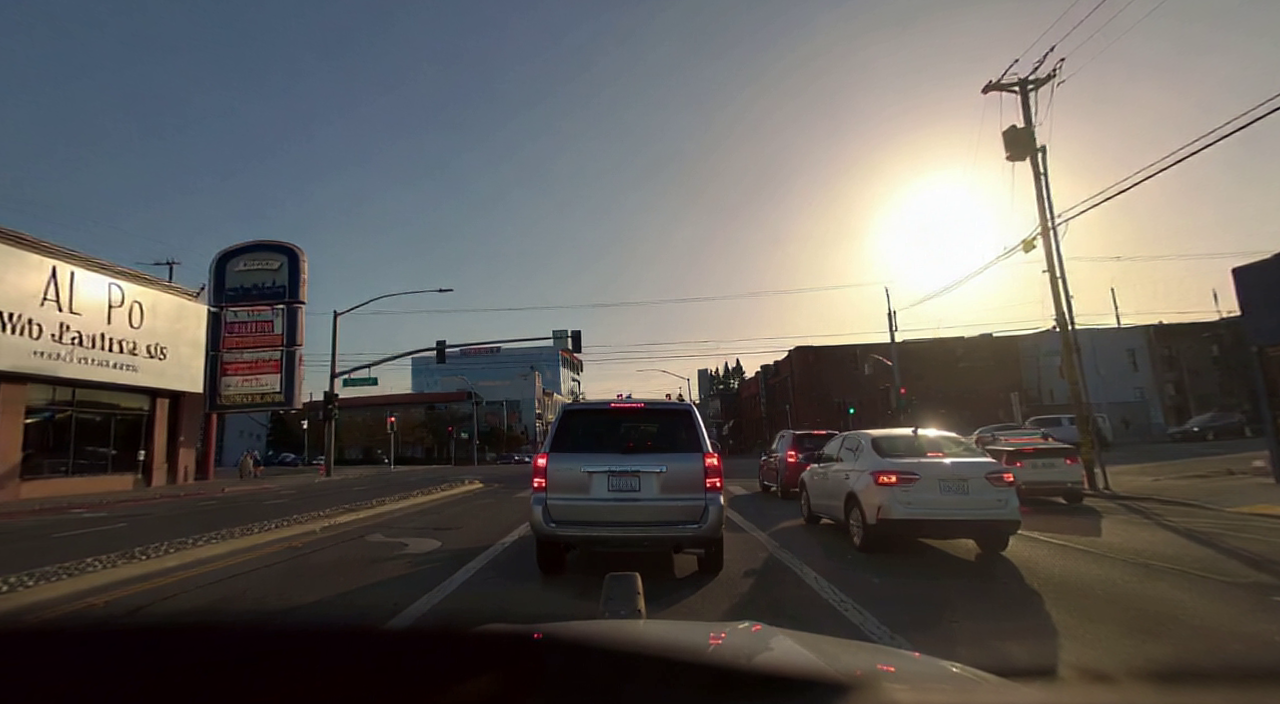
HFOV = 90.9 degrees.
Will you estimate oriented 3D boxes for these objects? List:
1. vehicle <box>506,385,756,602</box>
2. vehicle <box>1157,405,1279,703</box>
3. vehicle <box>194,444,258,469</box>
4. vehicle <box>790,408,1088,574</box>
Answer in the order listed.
[{"bbox_3d":[0.007,1.539,7.686,2.154,1.861,4.280,0,-8,3],"label":"vehicle"},{"bbox_3d":[3.369,0.688,0.632,1.884,1.484,4.609,0,-8,2],"label":"vehicle"},{"bbox_3d":[-27.389,6.880,41.891,1.693,1.563,3.716,0,-8,0],"label":"vehicle"},{"bbox_3d":[3.633,1.763,8.782,2.036,1.719,4.318,0,-8,0],"label":"vehicle"}]
